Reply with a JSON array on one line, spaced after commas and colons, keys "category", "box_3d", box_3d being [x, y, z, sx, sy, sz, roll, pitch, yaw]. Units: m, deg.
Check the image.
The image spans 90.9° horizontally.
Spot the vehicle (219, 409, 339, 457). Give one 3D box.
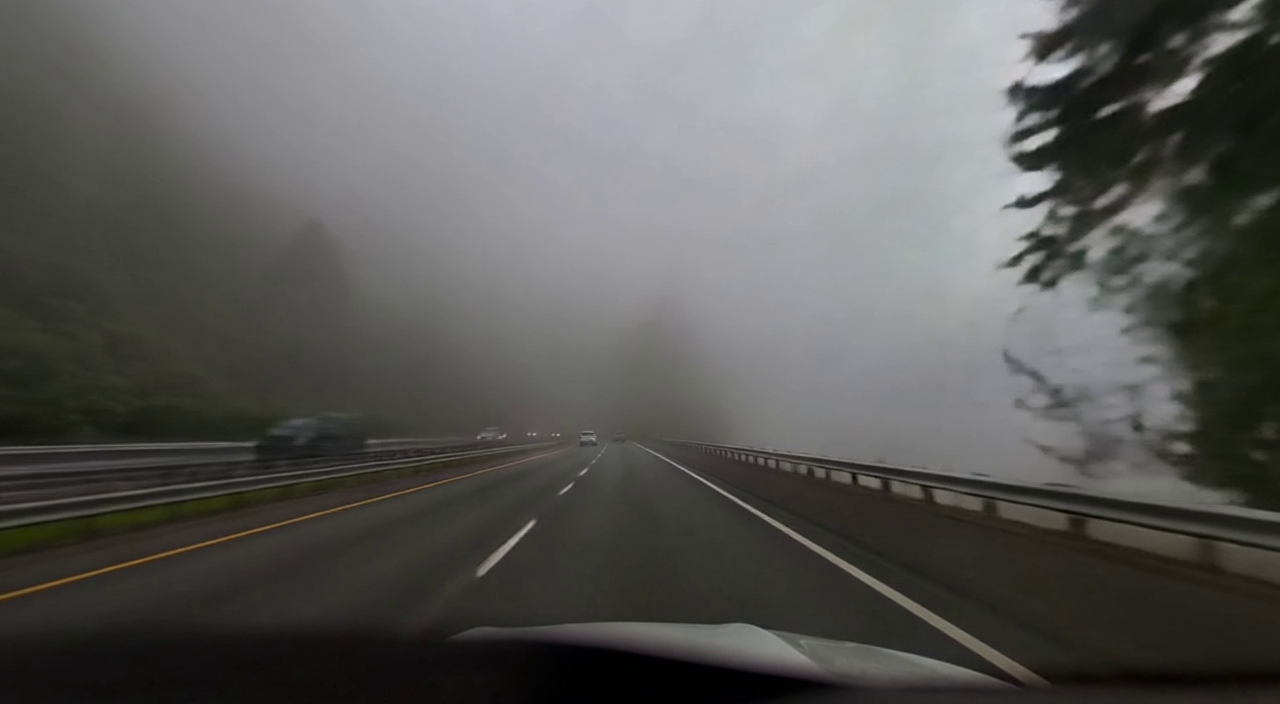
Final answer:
[{"category": "vehicle", "box_3d": [-13.425, 3.090, 23.839, 1.920, 1.636, 4.632, 0, -8, -2]}]
